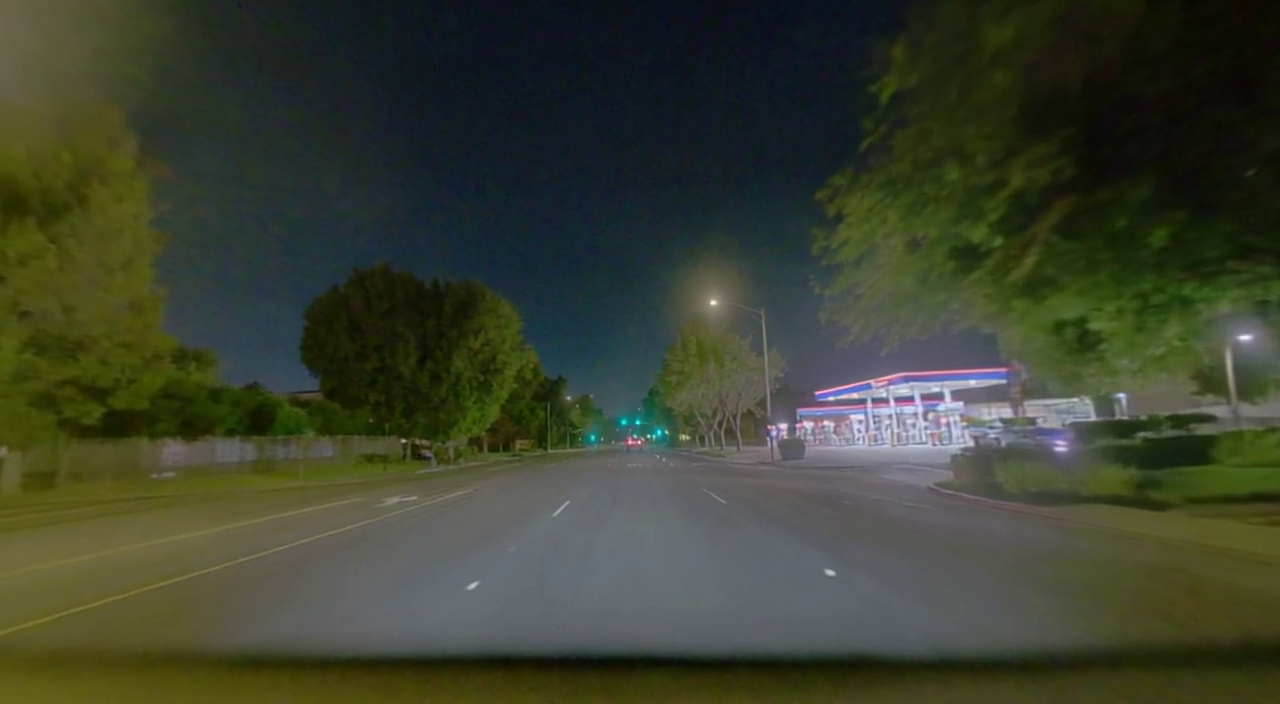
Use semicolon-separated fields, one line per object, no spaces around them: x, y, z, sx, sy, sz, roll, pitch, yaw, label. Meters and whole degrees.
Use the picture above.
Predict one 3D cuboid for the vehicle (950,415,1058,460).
17.339;4.074;30.454;2.314;1.921;5.069;-1;-7;2;vehicle
